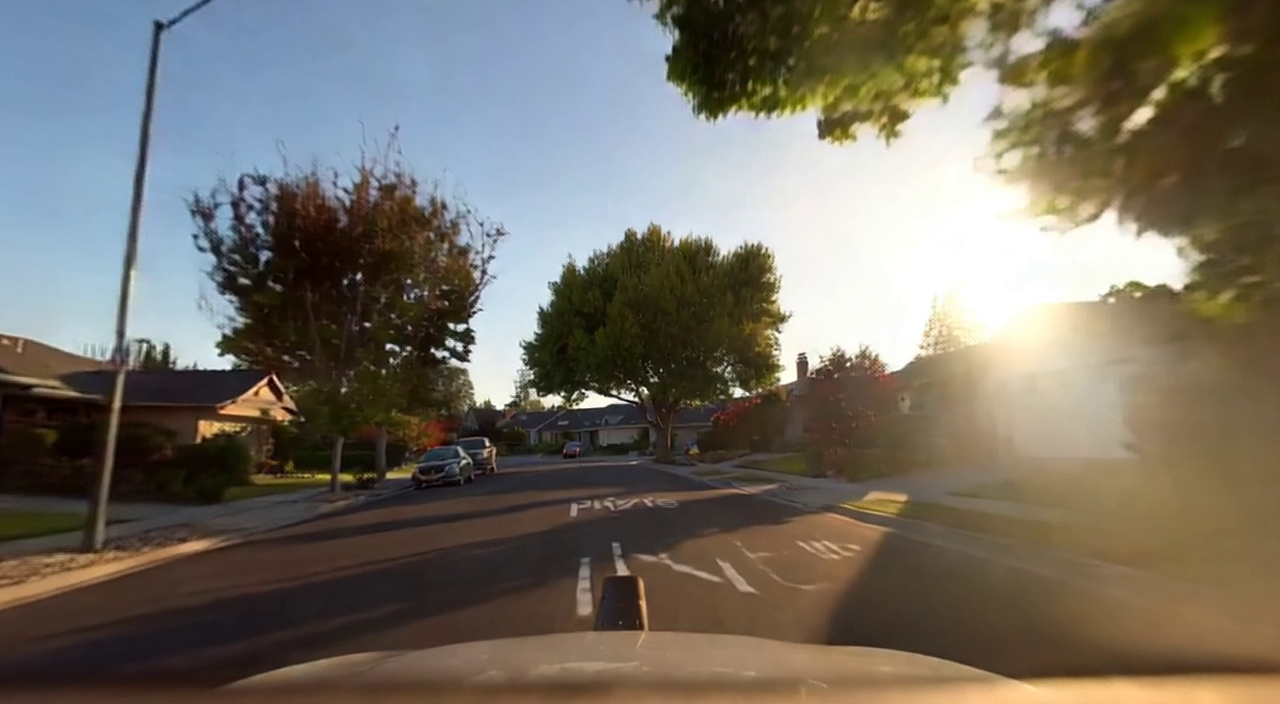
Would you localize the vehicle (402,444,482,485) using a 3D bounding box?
[{"bbox_3d":[-7.473,4.257,24.136,2.017,1.397,4.004,0,-8,-4],"label":"vehicle"}]
